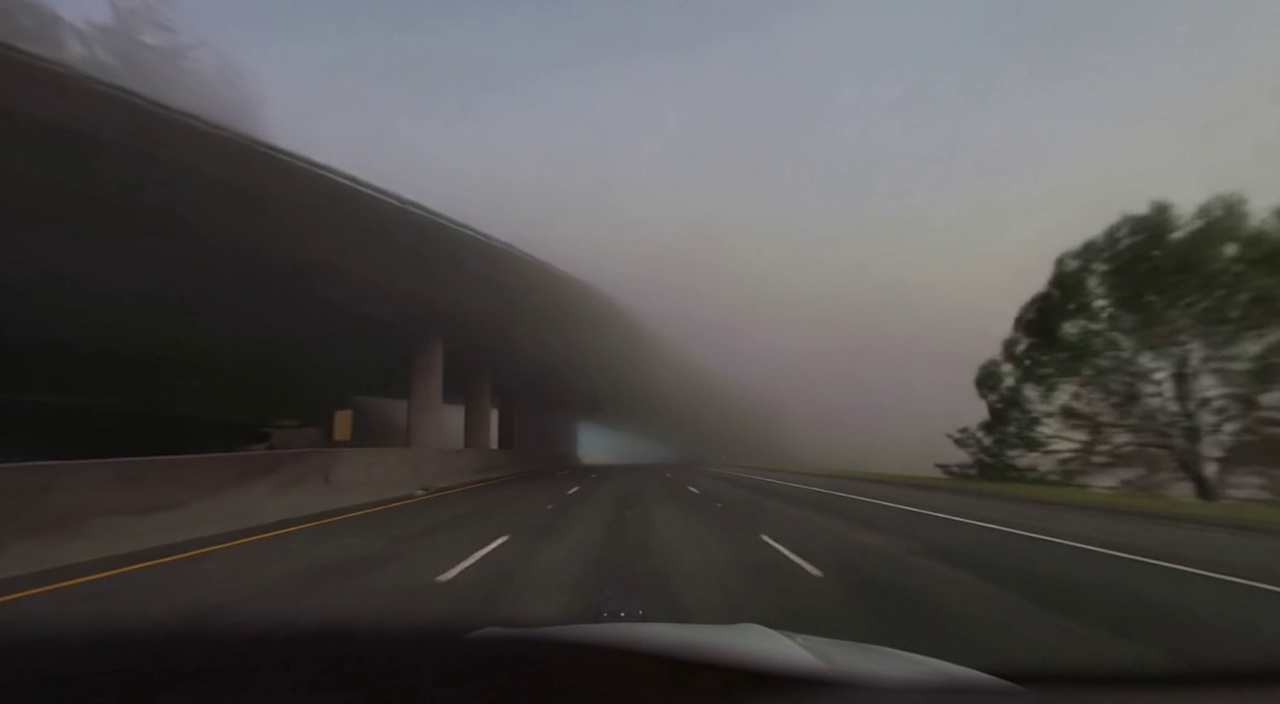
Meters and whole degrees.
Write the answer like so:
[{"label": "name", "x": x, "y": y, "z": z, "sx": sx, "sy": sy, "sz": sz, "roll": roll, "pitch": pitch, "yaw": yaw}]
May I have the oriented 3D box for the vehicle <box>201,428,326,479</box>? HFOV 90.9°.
[{"label": "vehicle", "x": -17.900, "y": 4.885, "z": 30.440, "sx": 2.371, "sy": 2.175, "sz": 5.880, "roll": 0, "pitch": -9, "yaw": 0}]
